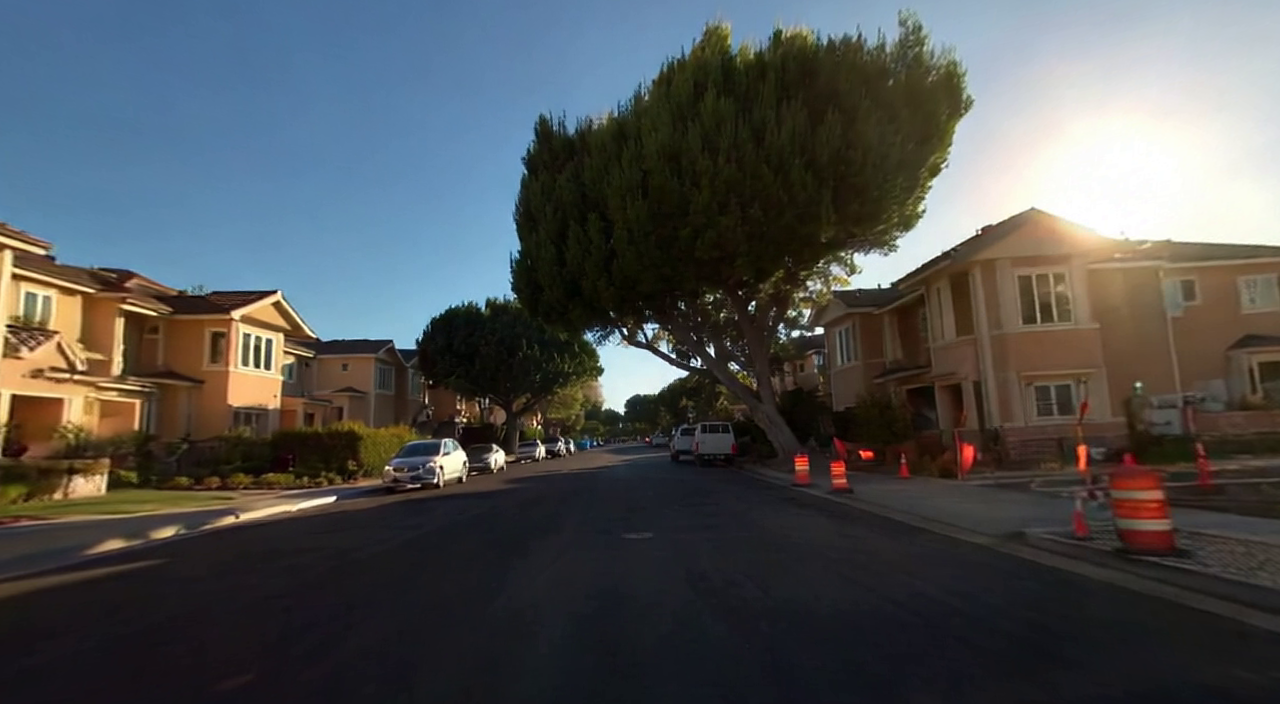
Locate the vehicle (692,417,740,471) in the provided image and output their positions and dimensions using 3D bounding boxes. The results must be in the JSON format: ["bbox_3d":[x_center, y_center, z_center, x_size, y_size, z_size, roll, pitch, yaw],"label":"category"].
[{"bbox_3d":[3.734,4.564,31.487,2.082,2.534,3.248,-1,-8,3],"label":"vehicle"}]

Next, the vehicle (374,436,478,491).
[{"bbox_3d":[-6.887,3.618,20.822,1.957,1.608,4.476,0,-9,-1],"label":"vehicle"}]

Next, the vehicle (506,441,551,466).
[{"bbox_3d":[-7.028,6.428,40.147,1.974,1.479,4.607,0,-9,0],"label":"vehicle"}]
